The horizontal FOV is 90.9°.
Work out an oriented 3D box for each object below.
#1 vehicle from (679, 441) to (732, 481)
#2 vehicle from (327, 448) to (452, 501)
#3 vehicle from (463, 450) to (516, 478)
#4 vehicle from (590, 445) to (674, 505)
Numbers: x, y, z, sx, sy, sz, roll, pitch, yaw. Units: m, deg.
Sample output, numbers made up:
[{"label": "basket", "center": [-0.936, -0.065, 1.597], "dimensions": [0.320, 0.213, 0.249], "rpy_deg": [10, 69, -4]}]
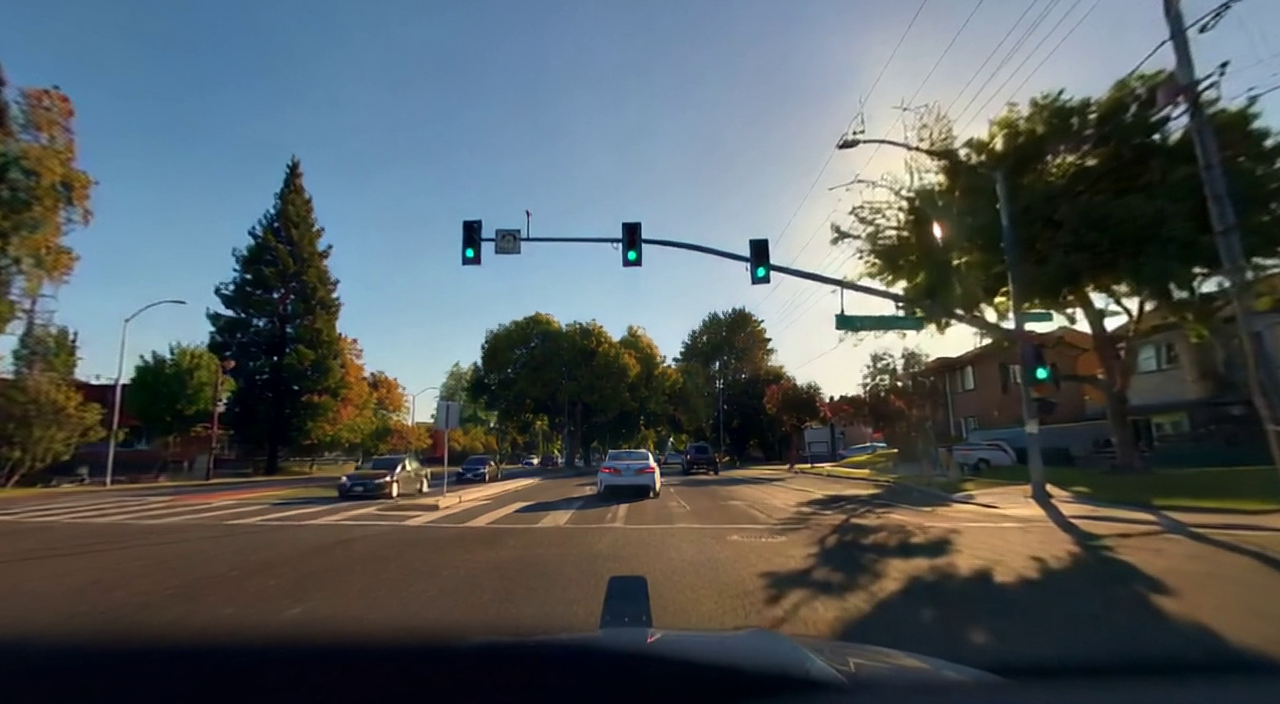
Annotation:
[{"label": "vehicle", "center": [3.108, 5.239, 30.681], "dimensions": [2.073, 1.822, 4.276], "rpy_deg": [0, -8, -1]}, {"label": "vehicle", "center": [-8.201, 4.019, 21.243], "dimensions": [2.121, 1.513, 4.832], "rpy_deg": [-1, -9, 2]}, {"label": "vehicle", "center": [-8.763, 6.545, 37.184], "dimensions": [2.035, 1.463, 4.527], "rpy_deg": [0, -8, 0]}, {"label": "vehicle", "center": [-0.189, 3.444, 18.103], "dimensions": [2.140, 1.474, 4.026], "rpy_deg": [0, -8, 0]}]
